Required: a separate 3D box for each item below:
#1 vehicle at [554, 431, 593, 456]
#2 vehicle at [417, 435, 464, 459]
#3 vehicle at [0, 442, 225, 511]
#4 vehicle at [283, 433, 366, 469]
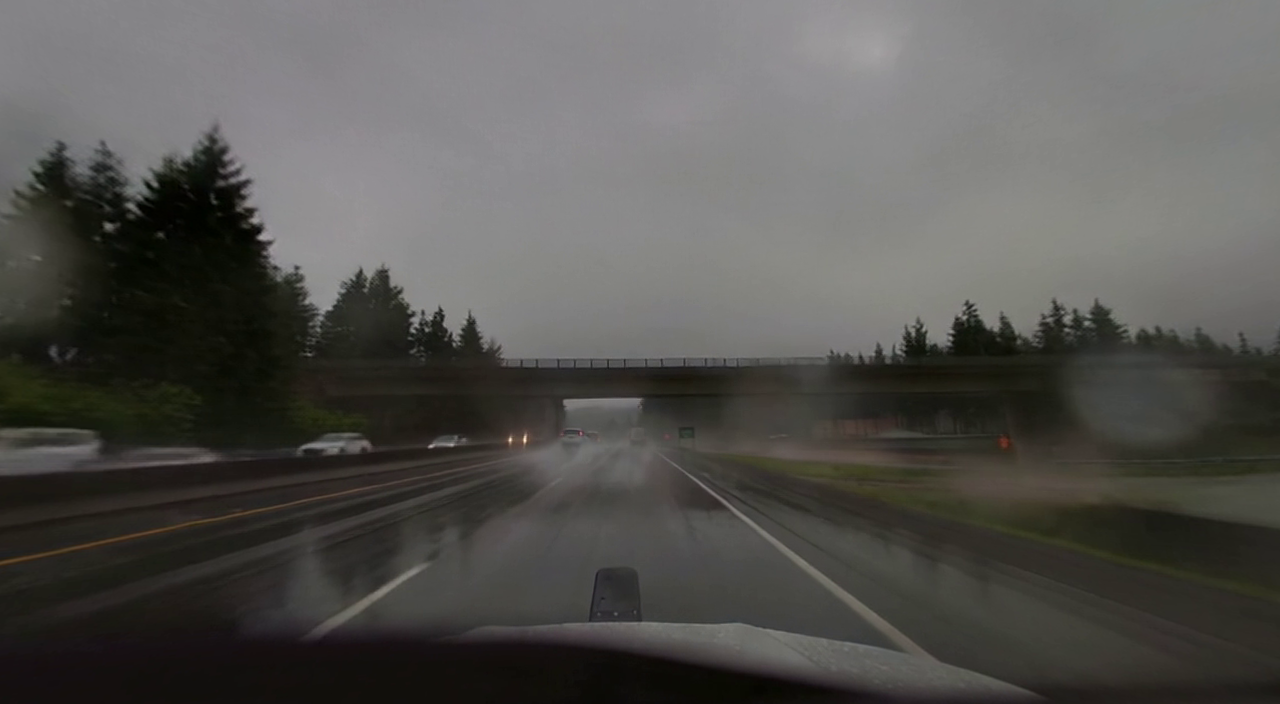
[{"bbox_3d":[-4.399,6.126,42.210,2.169,1.588,4.264,0,-8,-1],"label":"vehicle"},{"bbox_3d":[-12.873,6.145,40.871,1.725,1.446,3.914,0,-8,0],"label":"vehicle"},{"bbox_3d":[-12.745,2.970,15.662,2.012,1.428,4.247,0,-8,-1],"label":"vehicle"},{"bbox_3d":[-16.569,5.200,33.349,2.047,1.704,4.524,0,-8,0],"label":"vehicle"}]
